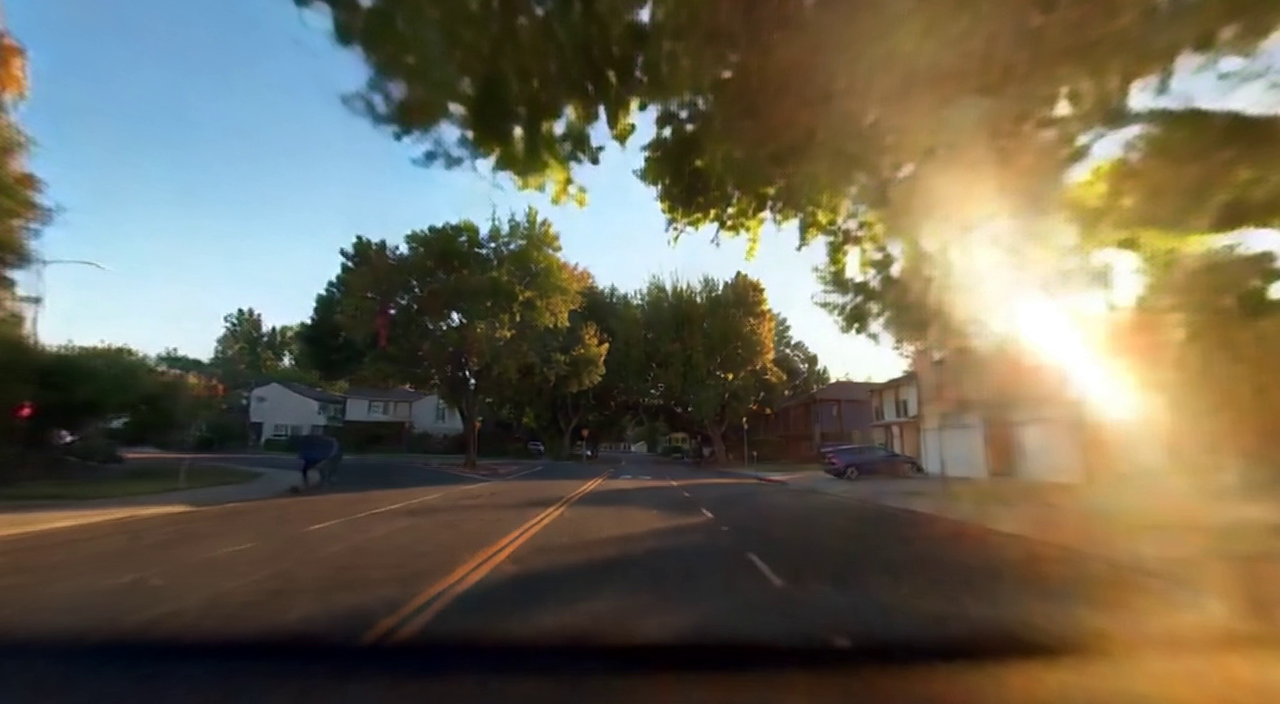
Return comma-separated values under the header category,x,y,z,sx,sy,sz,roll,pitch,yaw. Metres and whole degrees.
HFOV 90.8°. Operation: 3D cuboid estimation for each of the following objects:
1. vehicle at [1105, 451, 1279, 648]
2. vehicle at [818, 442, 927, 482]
category,x,y,z,sx,sy,sz,roll,pitch,yaw
vehicle,5.862,1.375,3.999,2.087,1.446,4.755,0,-9,-2
vehicle,11.047,5.234,30.296,4.453,1.590,1.861,-3,-6,2
